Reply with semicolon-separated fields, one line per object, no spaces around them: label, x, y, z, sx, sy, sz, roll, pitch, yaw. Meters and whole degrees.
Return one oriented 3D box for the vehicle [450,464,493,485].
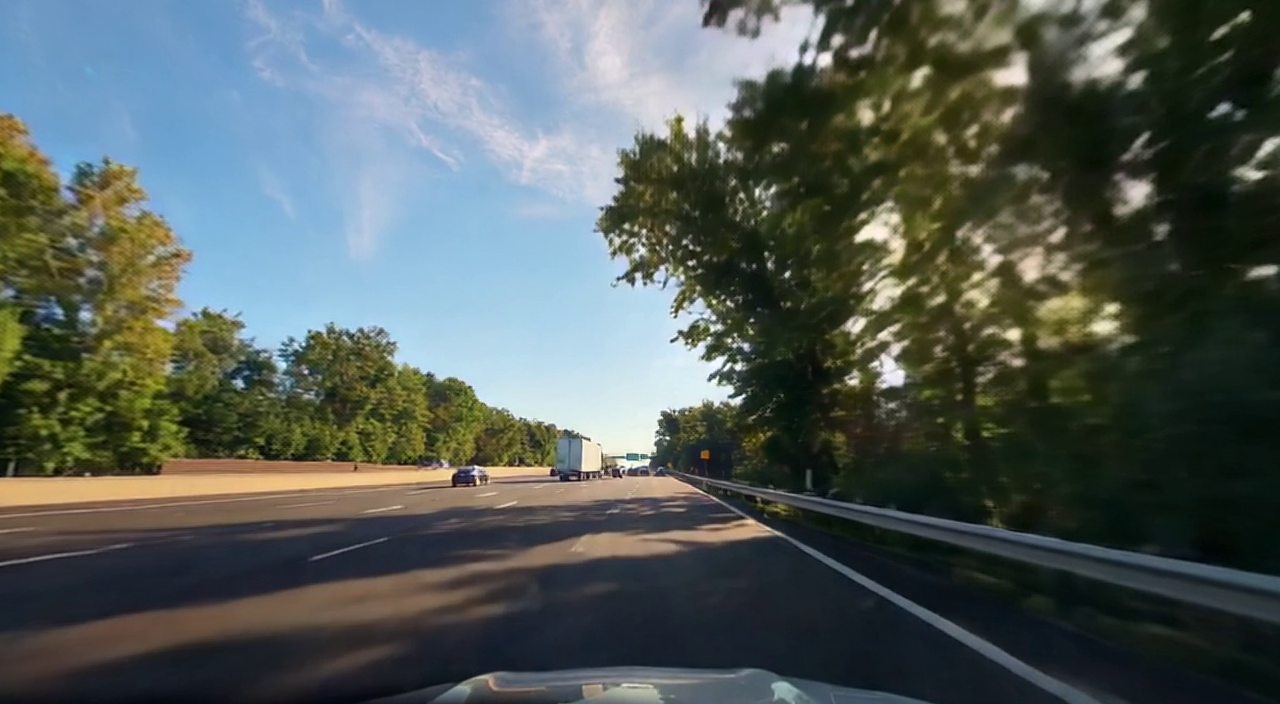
vehicle;-12.208;8.916;45.870;1.745;1.430;4.252;0;-10;4
